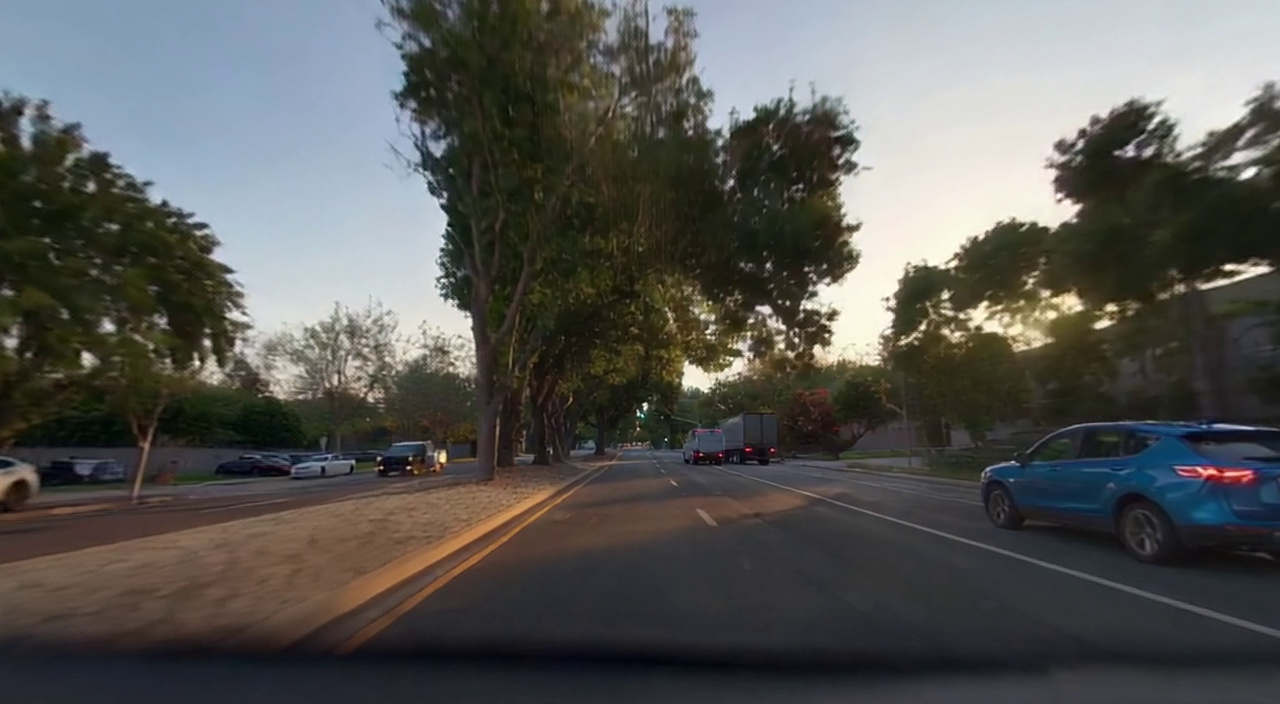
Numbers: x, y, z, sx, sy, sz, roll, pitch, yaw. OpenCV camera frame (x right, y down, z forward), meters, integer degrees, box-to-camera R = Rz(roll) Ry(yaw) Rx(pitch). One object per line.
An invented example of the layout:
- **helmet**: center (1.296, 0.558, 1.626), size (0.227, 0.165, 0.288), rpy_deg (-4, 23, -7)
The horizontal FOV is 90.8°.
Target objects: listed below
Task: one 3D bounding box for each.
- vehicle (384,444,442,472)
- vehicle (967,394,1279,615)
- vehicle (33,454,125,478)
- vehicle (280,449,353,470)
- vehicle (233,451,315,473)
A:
- **vehicle**: center (-15.268, 7.131, 42.778), size (2.063, 1.718, 4.905), rpy_deg (0, -8, 0)
- **vehicle**: center (6.076, 1.548, 7.347), size (2.012, 1.754, 4.635), rpy_deg (0, -8, 0)
- **vehicle**: center (-38.628, 7.862, 43.662), size (4.397, 1.416, 1.811), rpy_deg (3, -10, -30)
- **vehicle**: center (-24.727, 8.226, 48.416), size (4.499, 1.507, 1.978), rpy_deg (0, -8, 0)
- **vehicle**: center (-25.060, 7.501, 43.306), size (4.461, 1.452, 1.855), rpy_deg (-1, -8, 3)
